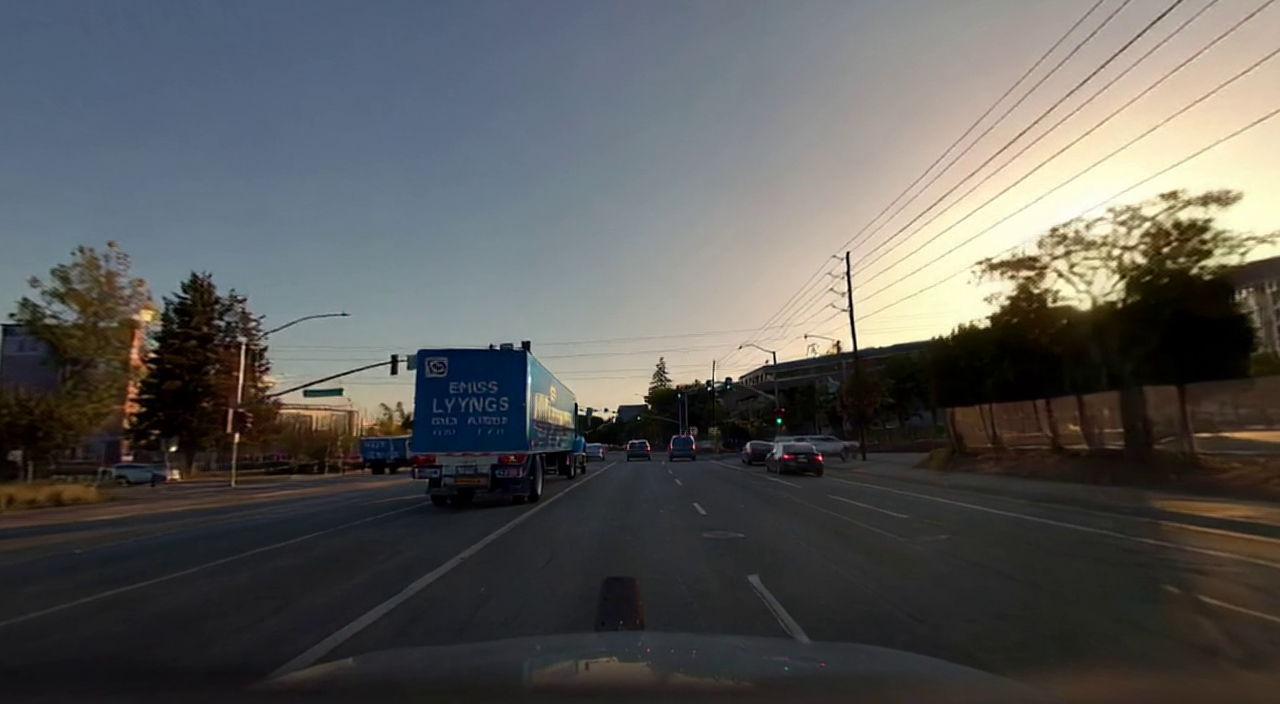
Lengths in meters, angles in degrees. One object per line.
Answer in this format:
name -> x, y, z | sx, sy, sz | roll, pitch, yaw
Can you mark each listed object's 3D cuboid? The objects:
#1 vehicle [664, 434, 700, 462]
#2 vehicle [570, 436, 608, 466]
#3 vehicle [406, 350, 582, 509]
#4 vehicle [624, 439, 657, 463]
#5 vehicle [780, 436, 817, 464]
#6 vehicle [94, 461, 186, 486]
vehicle -> 2.908, 6.727, 44.473 | 2.086, 1.849, 4.607 | 0, -8, -2
vehicle -> -3.181, 6.260, 40.079 | 1.994, 1.806, 4.564 | 0, -8, 0
vehicle -> -3.458, 2.230, 17.592 | 2.889, 3.347, 8.285 | 0, -8, 0
vehicle -> 0.001, 6.747, 43.103 | 2.117, 1.499, 4.036 | 0, -8, -1
vehicle -> 10.339, 6.333, 40.946 | 2.102, 1.662, 4.533 | -3, -9, 15
vehicle -> -36.541, 8.859, 46.269 | 4.718, 1.630, 2.087 | 2, -9, -12
